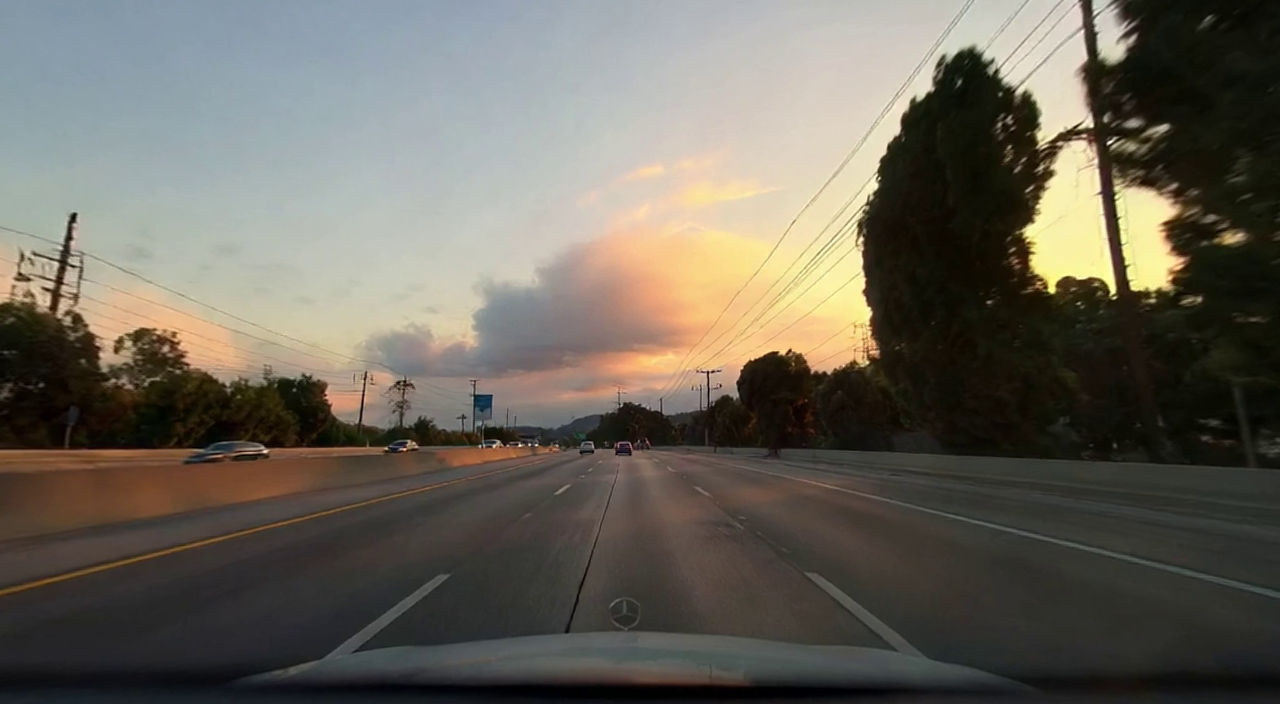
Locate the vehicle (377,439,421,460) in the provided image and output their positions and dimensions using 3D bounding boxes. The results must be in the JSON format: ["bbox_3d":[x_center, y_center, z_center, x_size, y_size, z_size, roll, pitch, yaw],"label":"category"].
[{"bbox_3d":[-18.878,7.664,49.683,1.924,1.616,4.019,0,-8,-2],"label":"vehicle"}]

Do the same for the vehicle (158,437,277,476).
[{"bbox_3d":[-17.796,4.420,26.925,1.895,1.490,4.684,0,-8,-1],"label":"vehicle"}]
